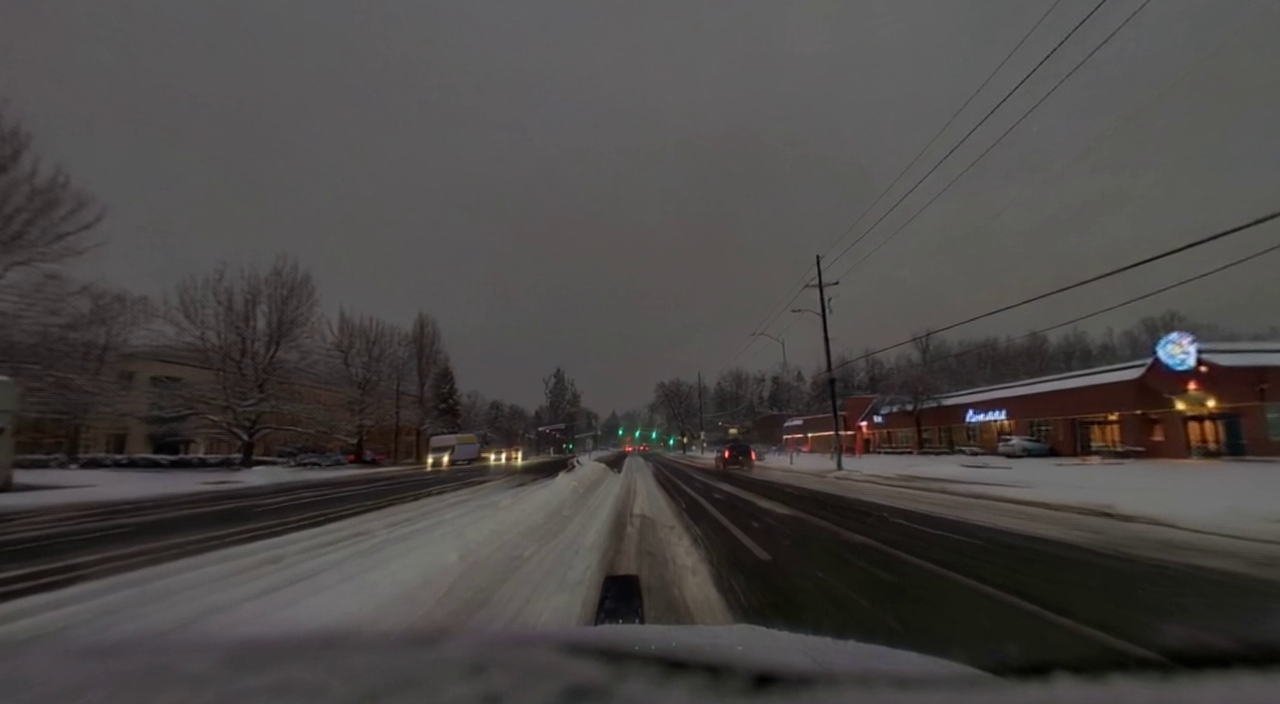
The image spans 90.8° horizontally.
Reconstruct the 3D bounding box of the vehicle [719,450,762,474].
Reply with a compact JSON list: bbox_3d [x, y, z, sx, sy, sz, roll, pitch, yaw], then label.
[{"bbox_3d":[6.365,7.014,40.503,1.916,1.437,4.327,0,-9,-2],"label":"vehicle"}]
